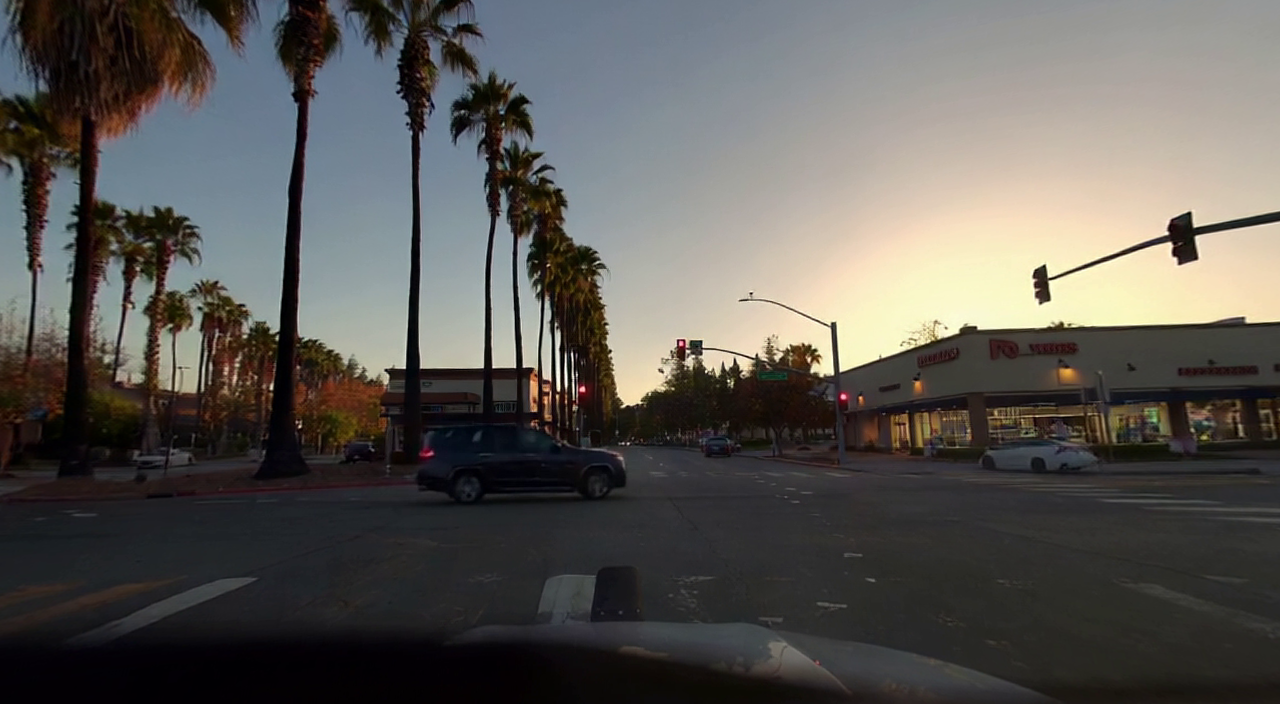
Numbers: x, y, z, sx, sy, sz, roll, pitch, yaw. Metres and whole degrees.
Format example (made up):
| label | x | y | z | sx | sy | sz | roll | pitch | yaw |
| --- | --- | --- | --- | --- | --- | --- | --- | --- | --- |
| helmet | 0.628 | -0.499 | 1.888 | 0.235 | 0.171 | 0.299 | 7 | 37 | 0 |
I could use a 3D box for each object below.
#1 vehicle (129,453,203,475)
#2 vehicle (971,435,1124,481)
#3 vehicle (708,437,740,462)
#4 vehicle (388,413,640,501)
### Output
| label | x | y | z | sx | sy | sz | roll | pitch | yaw |
| --- | --- | --- | --- | --- | --- | --- | --- | --- | --- |
| vehicle | -37.261 | 8.817 | 49.665 | 2.160 | 1.565 | 4.868 | 0 | -9 | -1 |
| vehicle | 16.361 | 4.268 | 25.600 | 4.722 | 1.717 | 2.000 | -2 | -9 | 16 |
| vehicle | 5.986 | 7.027 | 45.355 | 1.999 | 1.653 | 4.603 | -1 | -8 | 5 |
| vehicle | -2.885 | 2.557 | 15.485 | 5.619 | 1.951 | 2.321 | 1 | -8 | -4 |
